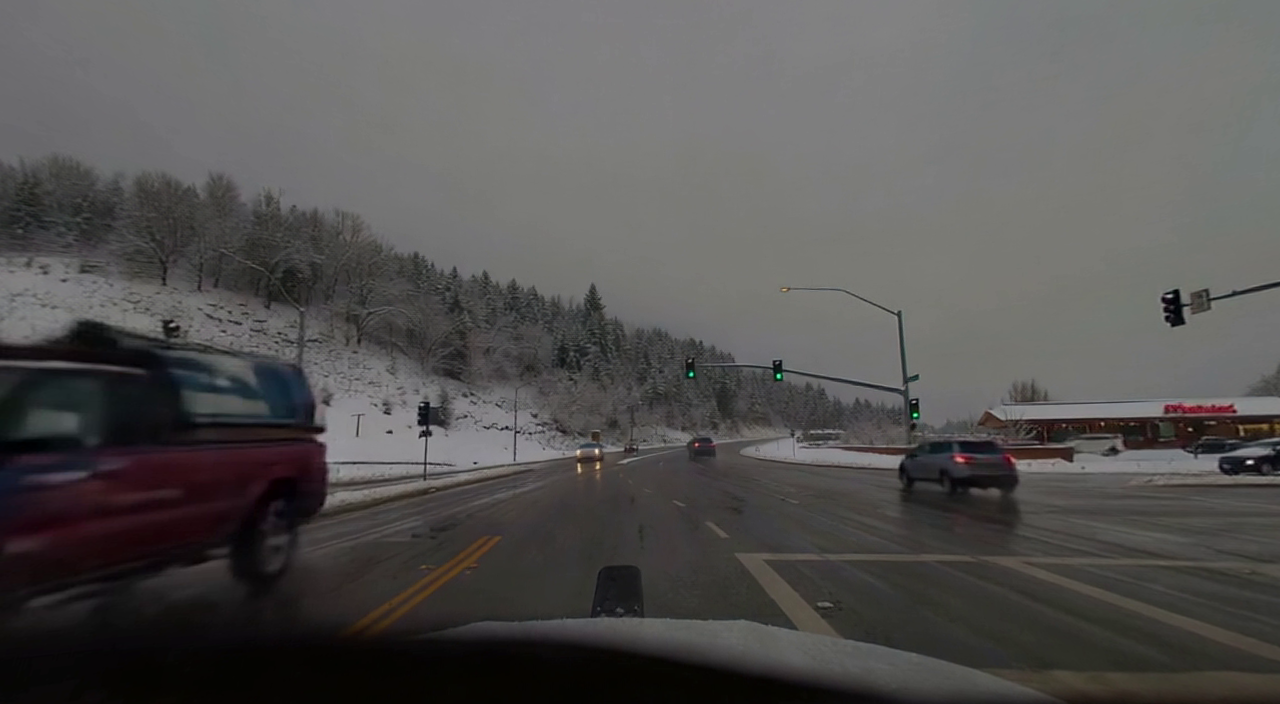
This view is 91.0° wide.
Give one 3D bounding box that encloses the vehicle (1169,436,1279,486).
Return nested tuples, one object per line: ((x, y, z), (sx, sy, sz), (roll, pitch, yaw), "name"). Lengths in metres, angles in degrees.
((25.064, 4.466, 26.042), (4.546, 1.944, 2.051), (1, -9, -5), "vehicle")

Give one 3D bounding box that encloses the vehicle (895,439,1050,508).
((9.850, 3.587, 19.135), (2.273, 1.839, 4.218), (0, -8, -2), "vehicle")

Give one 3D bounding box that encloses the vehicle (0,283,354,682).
((-4.927, 0.984, 5.146), (2.318, 2.325, 5.910), (0, -8, 0), "vehicle")
